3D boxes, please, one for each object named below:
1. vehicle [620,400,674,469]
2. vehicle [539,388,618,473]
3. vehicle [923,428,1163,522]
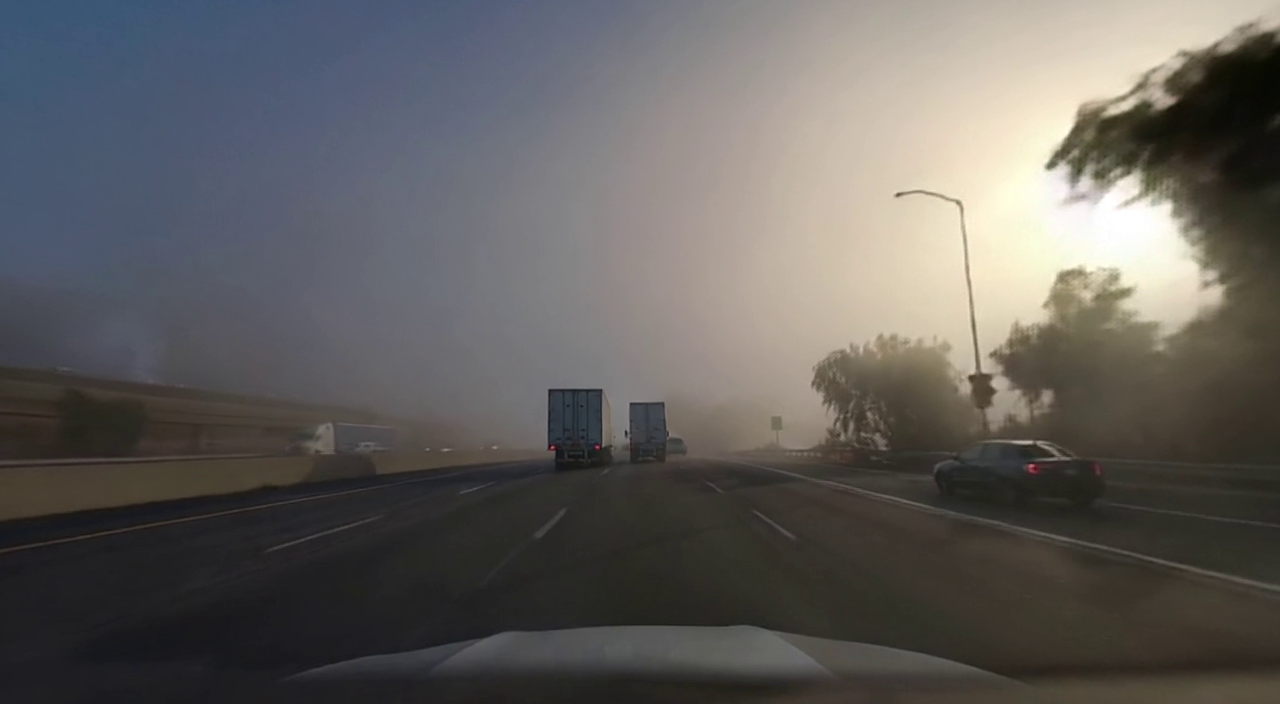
[{"bbox_3d":[0.413,5.418,42.040,3.054,3.944,11.230,-1,-7,0],"label":"vehicle"},{"bbox_3d":[-3.073,4.451,35.389,2.962,3.947,11.574,0,-8,1],"label":"vehicle"},{"bbox_3d":[7.835,2.382,12.937,1.969,1.560,4.394,1,-8,-1],"label":"vehicle"}]
